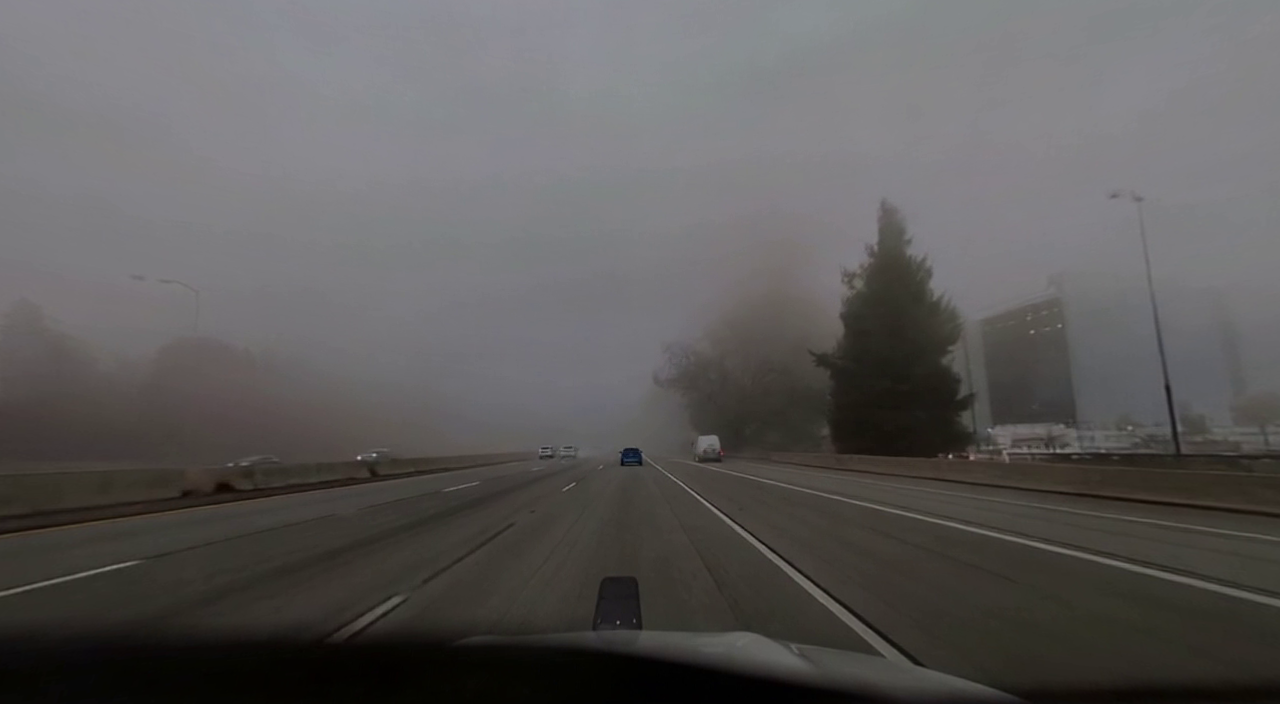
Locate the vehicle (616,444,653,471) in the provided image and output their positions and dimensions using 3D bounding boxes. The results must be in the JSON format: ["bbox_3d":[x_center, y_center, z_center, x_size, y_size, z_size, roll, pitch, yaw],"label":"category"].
[{"bbox_3d":[-0.336,6.005,36.145,2.012,1.471,4.059,0,-8,-1],"label":"vehicle"}]
